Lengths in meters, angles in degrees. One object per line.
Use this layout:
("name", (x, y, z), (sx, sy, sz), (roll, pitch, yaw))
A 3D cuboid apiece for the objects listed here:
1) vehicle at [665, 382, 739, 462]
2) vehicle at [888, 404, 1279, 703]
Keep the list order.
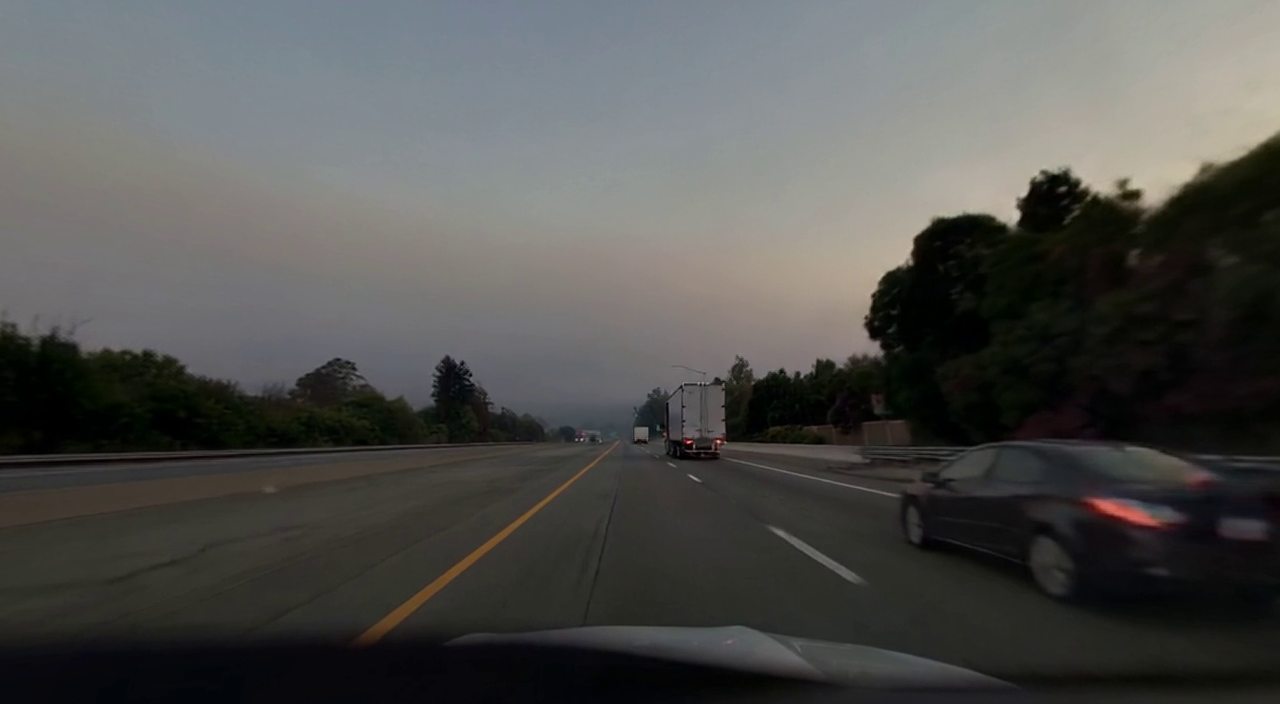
("vehicle", (3.329, 4.245, 37.213), (2.911, 3.994, 10.840), (0, -8, -2))
("vehicle", (3.657, 1.223, 4.621), (1.984, 1.482, 3.833), (0, -8, -2))
